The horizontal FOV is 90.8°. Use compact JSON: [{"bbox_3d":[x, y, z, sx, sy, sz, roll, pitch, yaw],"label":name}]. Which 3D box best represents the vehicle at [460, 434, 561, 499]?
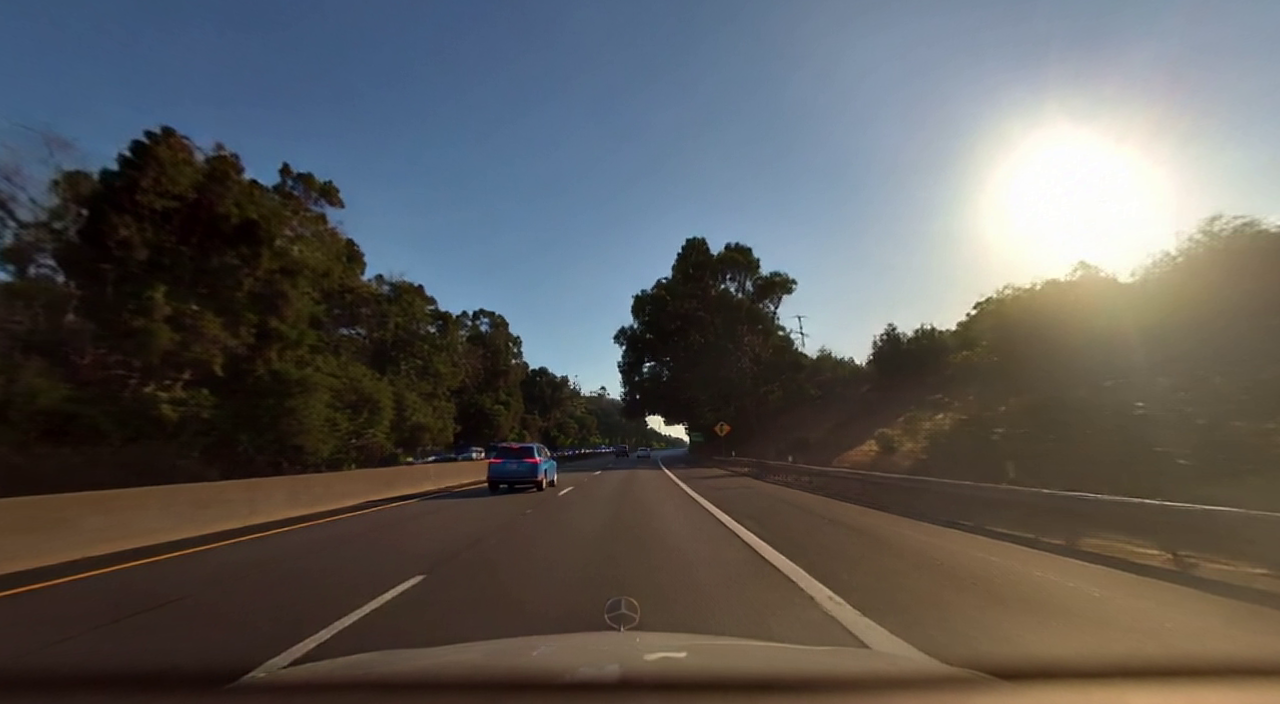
[{"bbox_3d":[-3.800,3.454,19.468,2.110,1.727,4.607,0,-9,1],"label":"vehicle"}]

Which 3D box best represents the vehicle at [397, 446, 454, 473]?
[{"bbox_3d":[-12.714,6.362,37.644,1.882,1.482,4.100,0,-9,1],"label":"vehicle"}]
